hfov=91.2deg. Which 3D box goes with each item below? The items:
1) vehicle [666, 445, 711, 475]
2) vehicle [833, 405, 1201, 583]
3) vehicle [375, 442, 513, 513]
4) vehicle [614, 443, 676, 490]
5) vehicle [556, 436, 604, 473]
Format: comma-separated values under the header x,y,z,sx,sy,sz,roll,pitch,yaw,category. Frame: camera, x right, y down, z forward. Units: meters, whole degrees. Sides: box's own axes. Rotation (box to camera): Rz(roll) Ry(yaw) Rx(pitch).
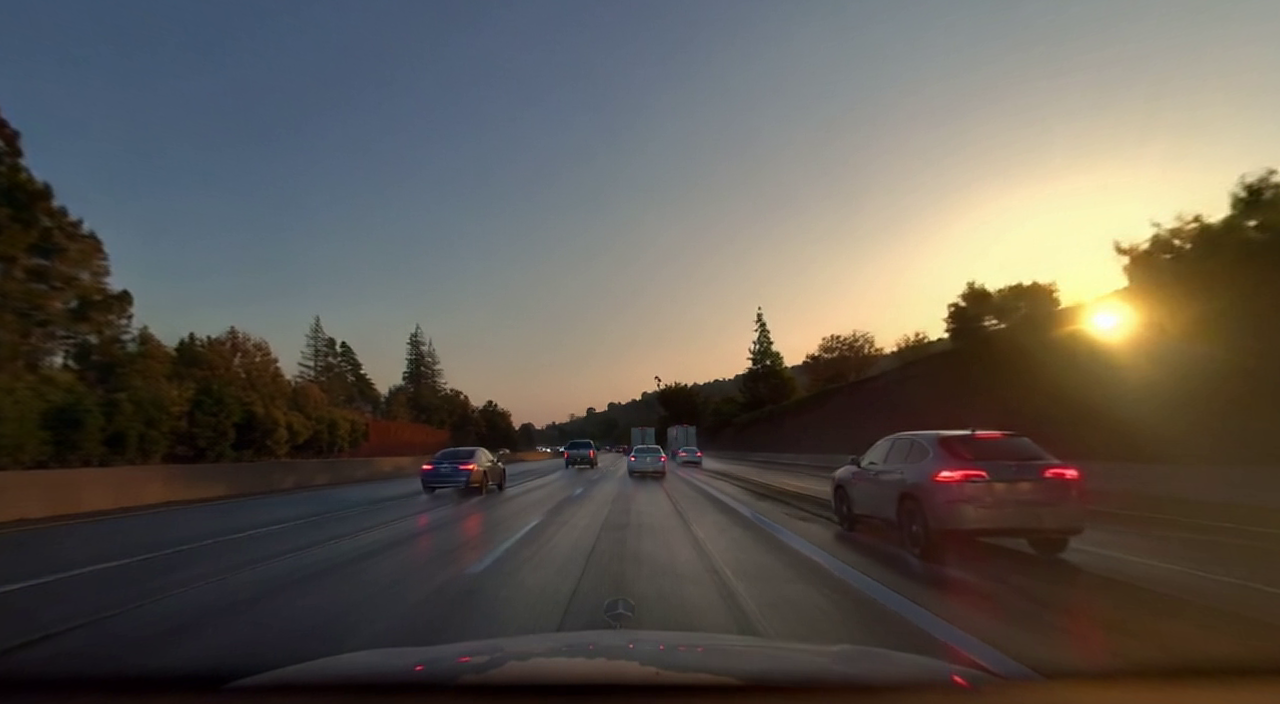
x,y,z,sx,sy,sz,roll,pitch,yaw,category
2.553,5.857,34.211,1.959,1.503,4.064,0,-9,-2,vehicle
4.176,1.649,7.995,2.018,1.639,4.149,0,-9,-1,vehicle
-4.610,3.020,15.535,1.967,1.473,4.439,0,-9,0,vehicle
0.162,4.083,22.662,2.015,1.526,4.286,0,-9,0,vehicle
-3.381,5.925,36.318,2.230,1.973,4.403,-1,-9,2,vehicle
